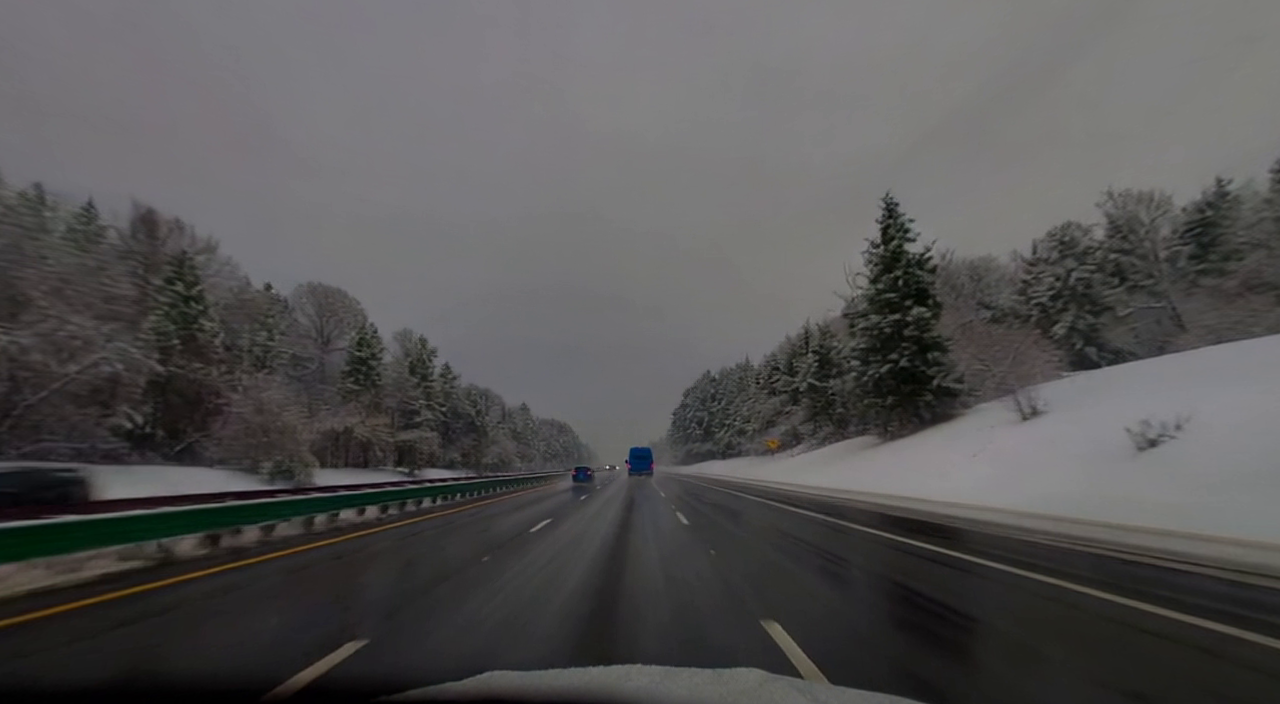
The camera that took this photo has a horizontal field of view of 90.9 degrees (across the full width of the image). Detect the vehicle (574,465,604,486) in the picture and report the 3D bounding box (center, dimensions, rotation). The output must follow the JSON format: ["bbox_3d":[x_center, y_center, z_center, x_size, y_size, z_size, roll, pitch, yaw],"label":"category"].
[{"bbox_3d":[-3.914,9.572,48.878,2.038,1.490,4.391,1,-11,-1],"label":"vehicle"}]

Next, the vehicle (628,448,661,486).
[{"bbox_3d":[0.314,8.948,48.883,2.382,2.752,5.333,1,-11,-1],"label":"vehicle"}]
